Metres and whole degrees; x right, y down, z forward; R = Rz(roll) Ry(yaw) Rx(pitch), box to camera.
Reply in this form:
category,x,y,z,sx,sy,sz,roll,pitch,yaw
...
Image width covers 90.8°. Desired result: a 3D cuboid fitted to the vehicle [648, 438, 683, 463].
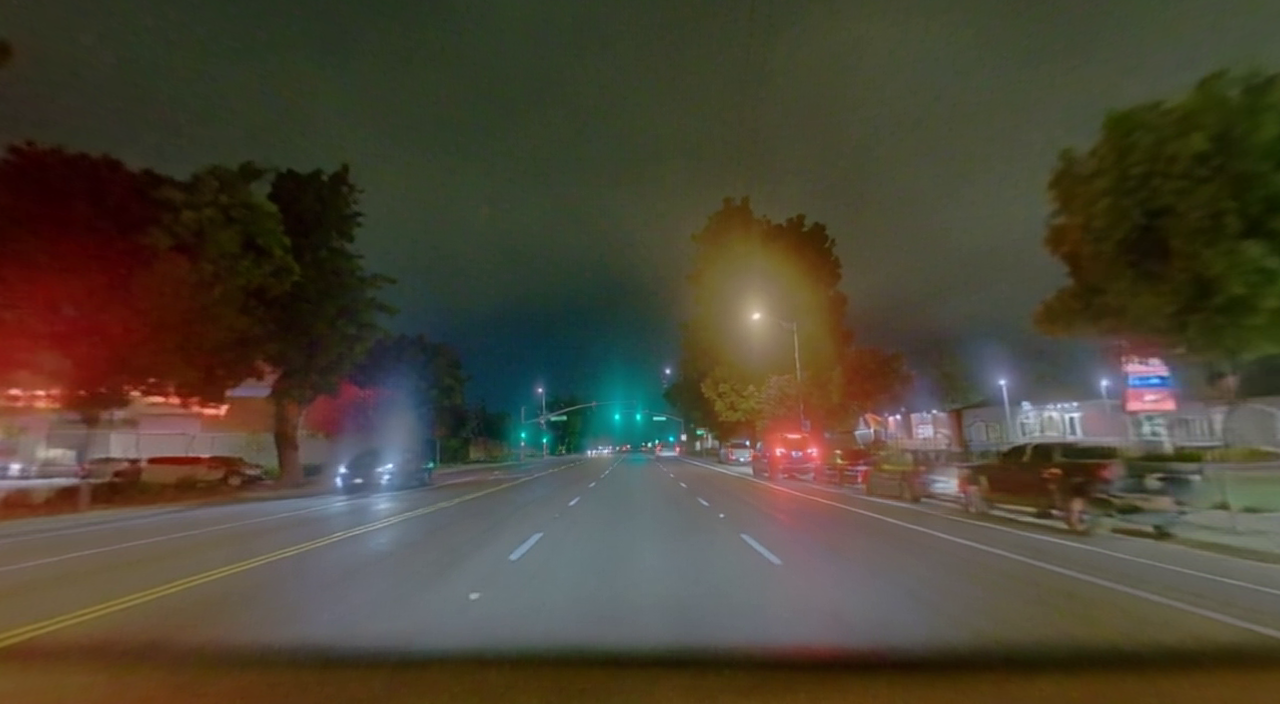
category,x,y,z,sx,sy,sz,roll,pitch,yaw
vehicle,1.871,7.563,48.607,2.293,1.814,4.589,0,-8,-3

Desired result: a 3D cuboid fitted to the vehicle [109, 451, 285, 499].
category,x,y,z,sx,sy,sz,roll,pitch,yaw
vehicle,-14.823,4.079,21.250,4.635,1.457,2.060,-2,-8,10

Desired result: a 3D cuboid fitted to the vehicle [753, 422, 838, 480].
category,x,y,z,sx,sy,sz,roll,pitch,yaw
vehicle,7.100,4.607,29.659,2.323,2.433,5.901,0,-8,-2

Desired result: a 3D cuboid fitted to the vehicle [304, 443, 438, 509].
category,x,y,z,sx,sy,sz,roll,pitch,yaw
vehicle,-7.654,3.359,17.716,2.165,1.567,4.700,6,-11,-38

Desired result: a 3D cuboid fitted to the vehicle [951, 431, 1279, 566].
category,x,y,z,sx,sy,sz,roll,pitch,yaw
vehicle,7.400,2.151,10.256,1.951,1.601,5.147,0,-8,-1

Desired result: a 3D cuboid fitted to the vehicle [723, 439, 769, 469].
category,x,y,z,sx,sy,sz,roll,pitch,yaw
vehicle,7.011,6.819,42.306,2.088,1.848,4.936,0,-9,-2

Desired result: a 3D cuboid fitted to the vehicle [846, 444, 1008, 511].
category,x,y,z,sx,sy,sz,roll,pitch,yaw
vehicle,7.180,3.147,16.508,1.862,1.464,4.892,0,-8,-1
